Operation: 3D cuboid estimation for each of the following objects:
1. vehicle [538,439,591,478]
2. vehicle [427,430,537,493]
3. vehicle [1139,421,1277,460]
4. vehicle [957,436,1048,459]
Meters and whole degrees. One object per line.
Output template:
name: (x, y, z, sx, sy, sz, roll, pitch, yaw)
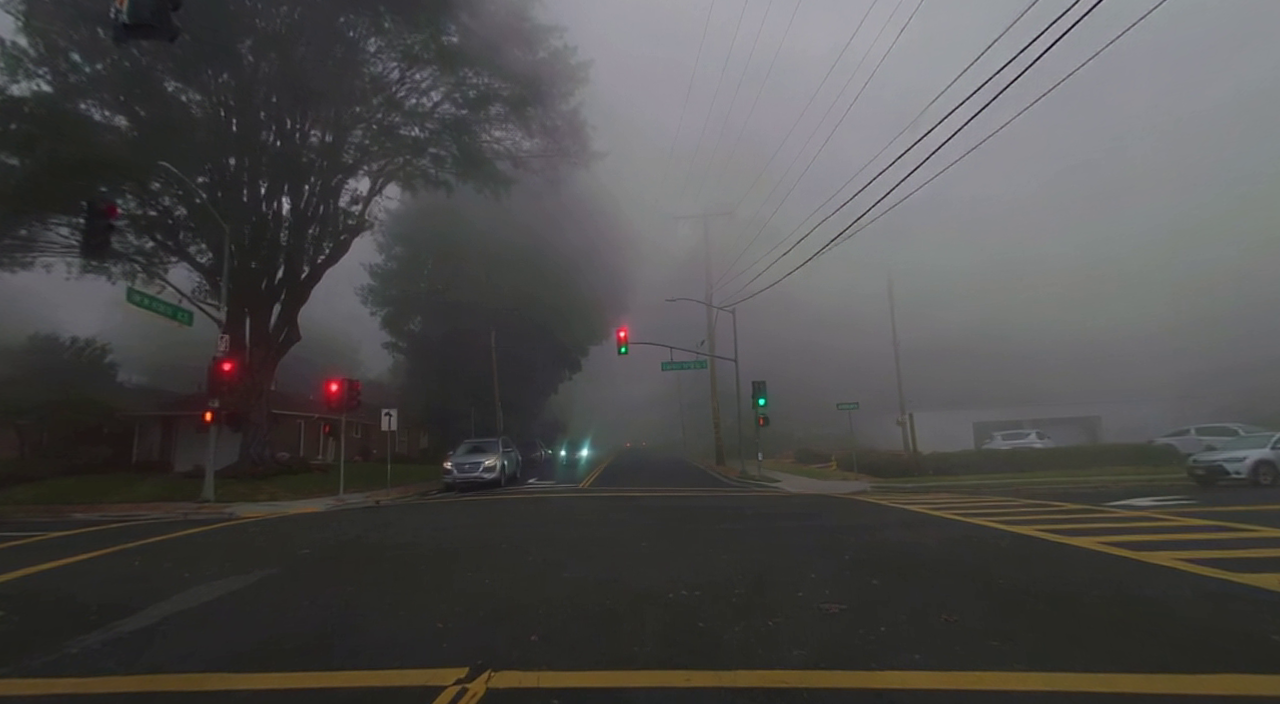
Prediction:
vehicle: (-3.655, 5.290, 31.618, 2.120, 1.783, 4.788, 0, -9, -1)
vehicle: (-6.542, 4.654, 27.430, 2.896, 2.339, 7.322, 0, -8, 0)
vehicle: (33.283, 5.207, 37.134, 5.969, 2.149, 2.331, 0, -9, -3)
vehicle: (25.052, 6.604, 43.737, 5.172, 1.515, 1.851, 0, -8, -2)
